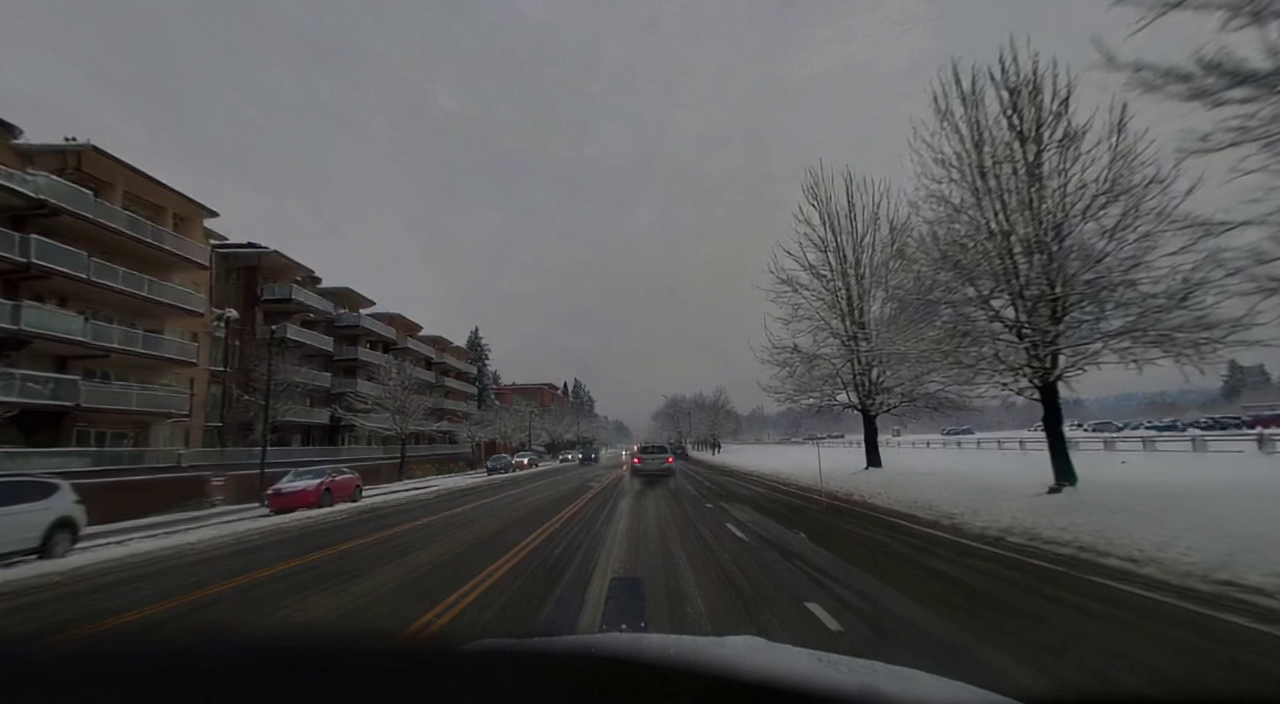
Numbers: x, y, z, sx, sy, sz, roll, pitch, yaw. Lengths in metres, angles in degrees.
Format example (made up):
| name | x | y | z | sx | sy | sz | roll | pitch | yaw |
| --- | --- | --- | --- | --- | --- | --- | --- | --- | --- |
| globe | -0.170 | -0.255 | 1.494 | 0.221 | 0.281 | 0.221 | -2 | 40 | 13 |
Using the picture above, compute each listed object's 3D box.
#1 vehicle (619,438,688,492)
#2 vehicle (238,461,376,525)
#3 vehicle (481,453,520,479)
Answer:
| name | x | y | z | sx | sy | sz | roll | pitch | yaw |
| --- | --- | --- | --- | --- | --- | --- | --- | --- | --- |
| vehicle | 0.390 | 3.772 | 21.390 | 2.132 | 1.632 | 3.838 | 0 | -9 | -1 |
| vehicle | -10.390 | 4.381 | 20.068 | 1.955 | 1.467 | 4.467 | -7 | -9 | 0 |
| vehicle | -10.080 | 8.202 | 45.757 | 1.932 | 1.607 | 4.191 | -3 | -8 | -2 |
